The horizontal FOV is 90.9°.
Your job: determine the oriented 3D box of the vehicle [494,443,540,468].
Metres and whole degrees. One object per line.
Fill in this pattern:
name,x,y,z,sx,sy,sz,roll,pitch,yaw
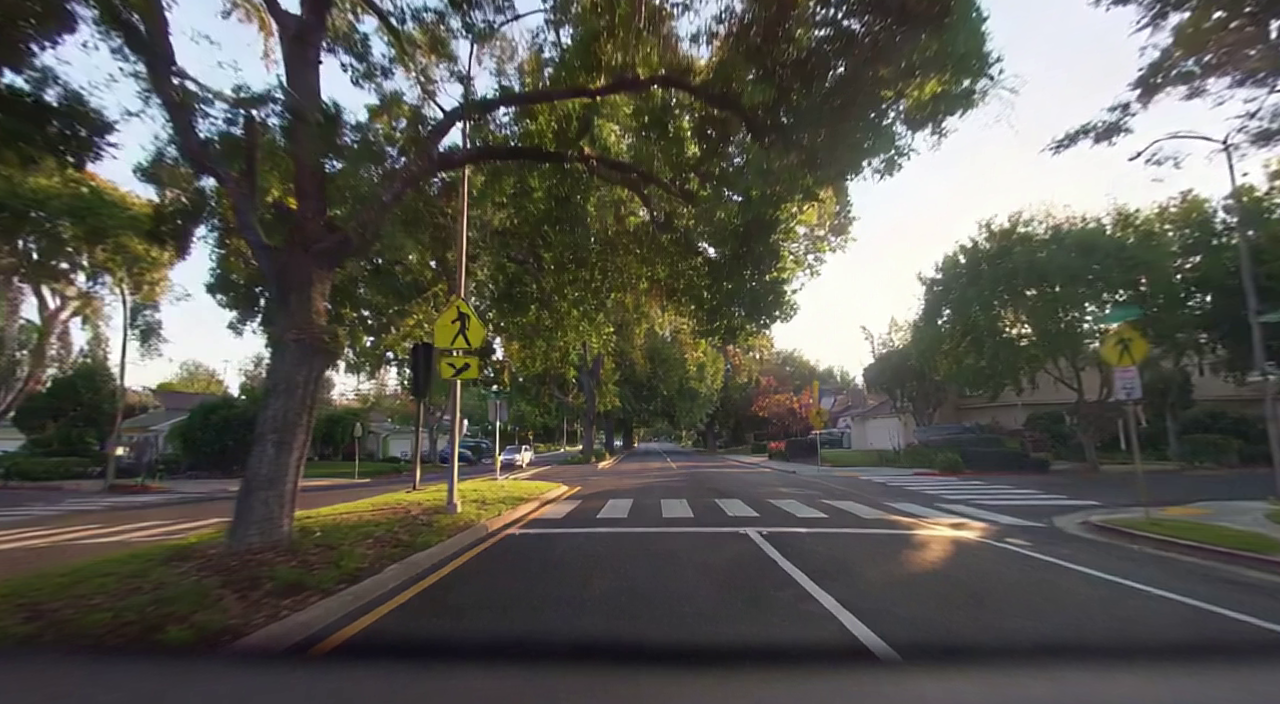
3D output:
vehicle,-7.720,6.495,39.885,1.900,1.472,4.574,0,-8,2
